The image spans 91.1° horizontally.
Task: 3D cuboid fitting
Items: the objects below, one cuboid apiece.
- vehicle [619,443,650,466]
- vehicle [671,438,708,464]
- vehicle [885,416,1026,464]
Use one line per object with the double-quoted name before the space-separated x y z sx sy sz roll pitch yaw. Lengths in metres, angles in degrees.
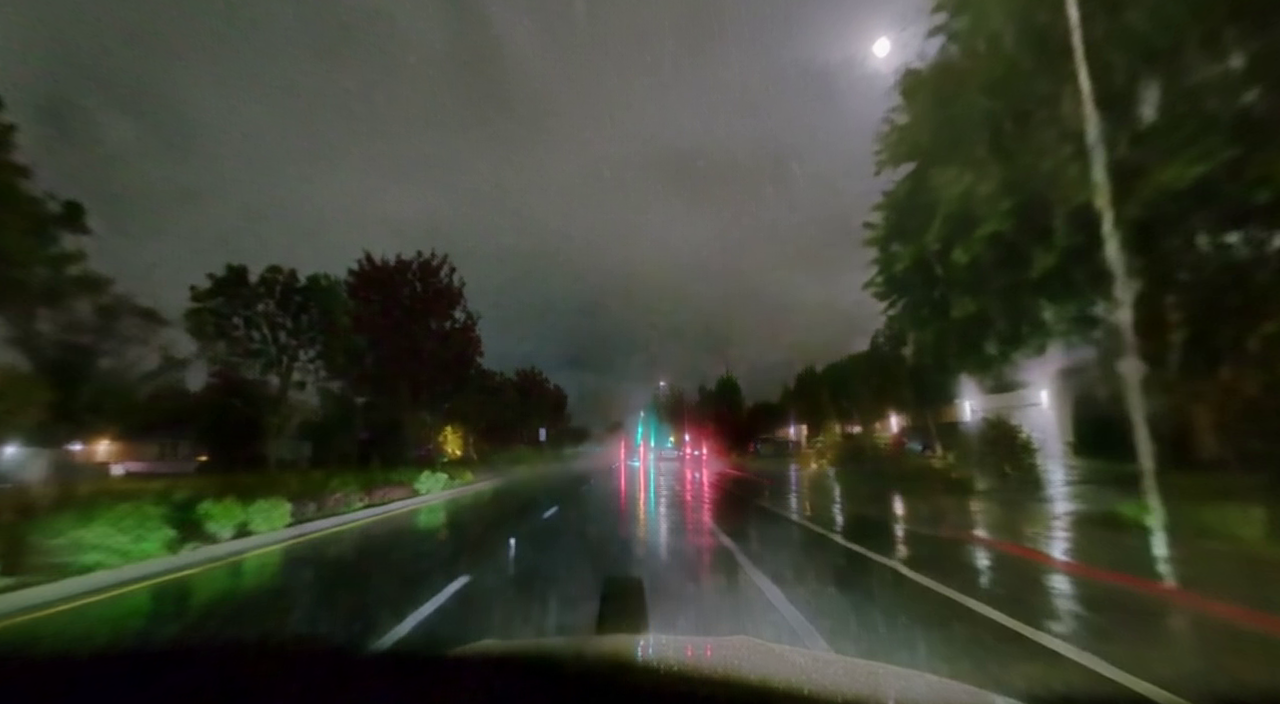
"vehicle" -0.369 7.096 43.668 2.054 1.456 4.003 0 -8 -1
"vehicle" 3.764 7.612 48.438 2.203 1.828 5.336 0 -8 -2
"vehicle" 13.099 3.707 26.321 4.739 1.918 2.071 -1 -8 3
